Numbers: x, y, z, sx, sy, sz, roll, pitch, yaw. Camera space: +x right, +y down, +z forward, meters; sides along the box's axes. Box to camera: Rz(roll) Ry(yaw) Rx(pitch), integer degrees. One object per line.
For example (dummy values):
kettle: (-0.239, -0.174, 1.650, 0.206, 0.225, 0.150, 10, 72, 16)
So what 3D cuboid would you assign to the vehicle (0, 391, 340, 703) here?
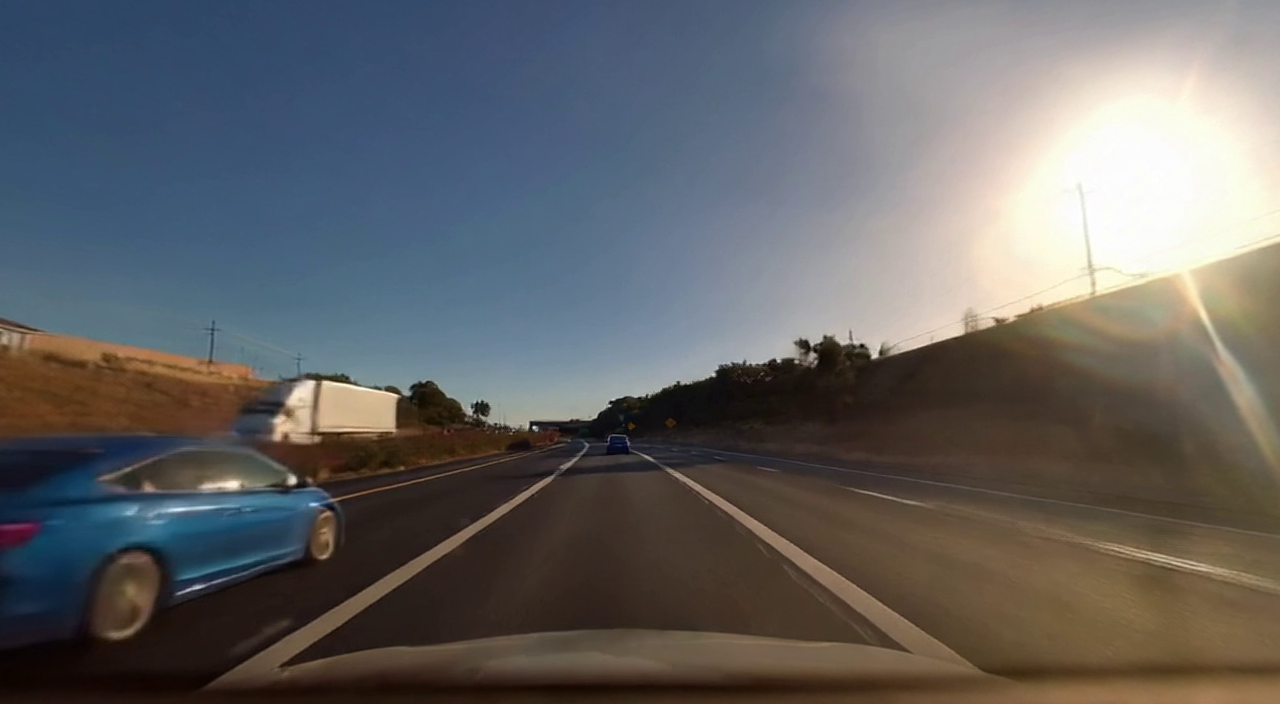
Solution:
vehicle: (-4.085, 1.072, 3.781, 2.141, 1.534, 5.099, 0, -8, -1)

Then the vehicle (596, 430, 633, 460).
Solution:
vehicle: (-1.461, 5.220, 35.612, 1.997, 1.589, 4.179, 0, -8, -3)

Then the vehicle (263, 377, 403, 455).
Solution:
vehicle: (-17.700, 4.017, 37.780, 2.982, 3.955, 11.838, 0, -8, -3)
